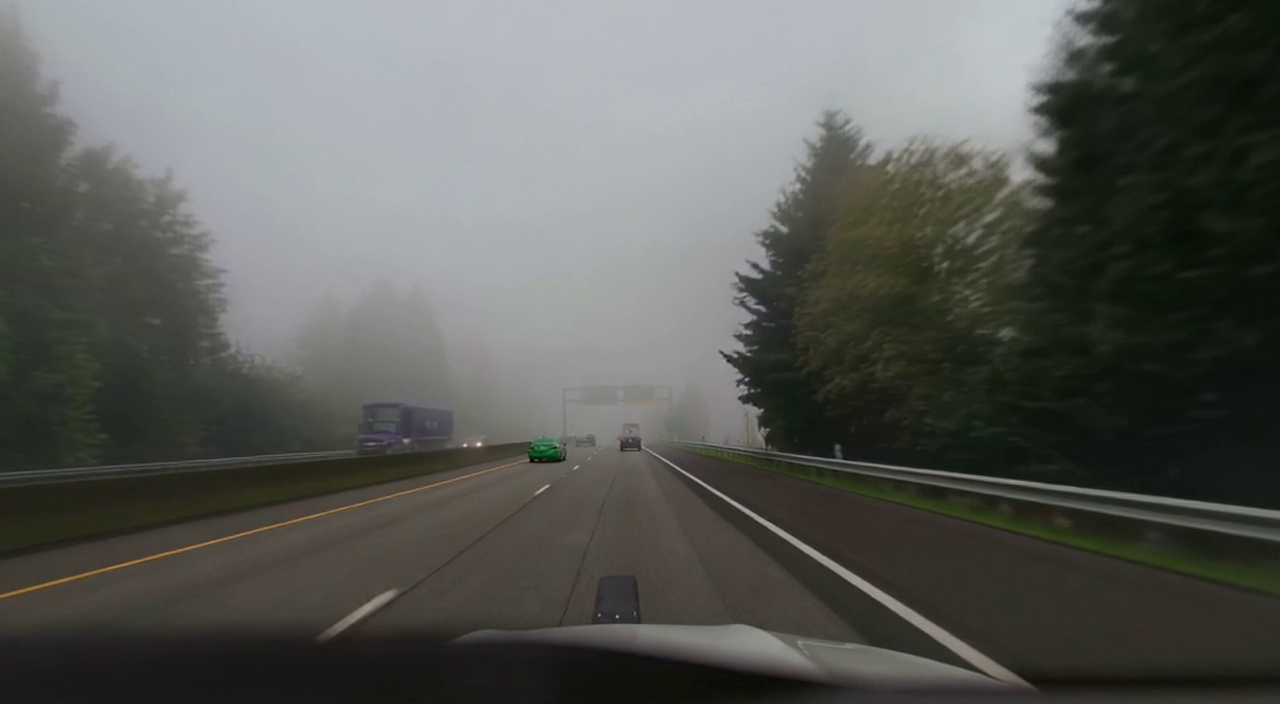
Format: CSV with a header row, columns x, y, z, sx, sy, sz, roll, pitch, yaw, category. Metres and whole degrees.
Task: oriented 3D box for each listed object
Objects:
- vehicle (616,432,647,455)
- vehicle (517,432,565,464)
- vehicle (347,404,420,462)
x,y,z,sx,sy,sz,roll,pitch,yaw,category
-0.597,6.560,45.414,2.139,1.561,4.060,0,-8,-1,vehicle
-5.001,4.882,32.284,1.959,1.514,3.668,0,-8,-1,vehicle
-18.567,5.931,46.026,2.987,3.956,5.796,0,-8,-2,vehicle
